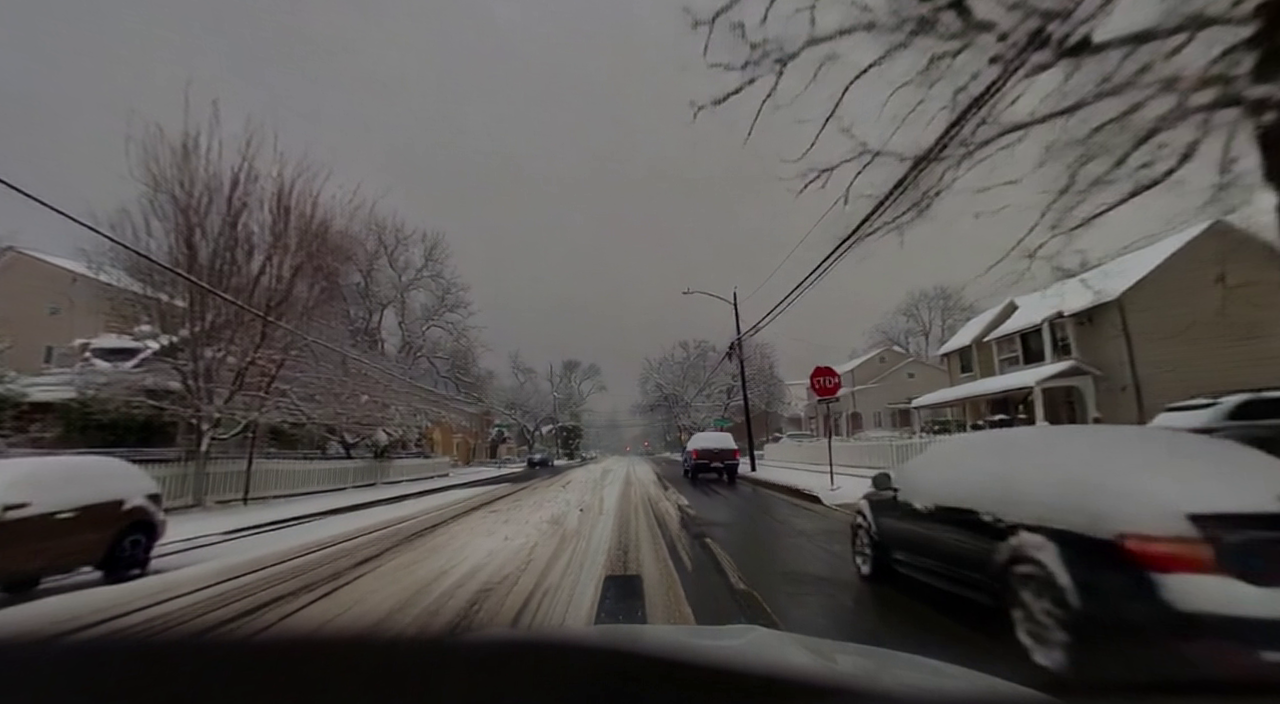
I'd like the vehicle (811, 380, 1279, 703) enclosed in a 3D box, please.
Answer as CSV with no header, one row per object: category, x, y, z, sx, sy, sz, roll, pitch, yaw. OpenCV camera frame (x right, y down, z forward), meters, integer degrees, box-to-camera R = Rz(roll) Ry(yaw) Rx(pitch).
vehicle,2.966,1.180,4.293,2.185,1.513,4.524,0,-9,-2

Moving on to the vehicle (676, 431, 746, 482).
vehicle,2.701,4.144,25.269,2.126,1.795,4.751,0,-9,-1

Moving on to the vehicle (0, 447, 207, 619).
vehicle,-7.162,1.835,6.740,2.125,1.623,4.207,0,-9,-1
